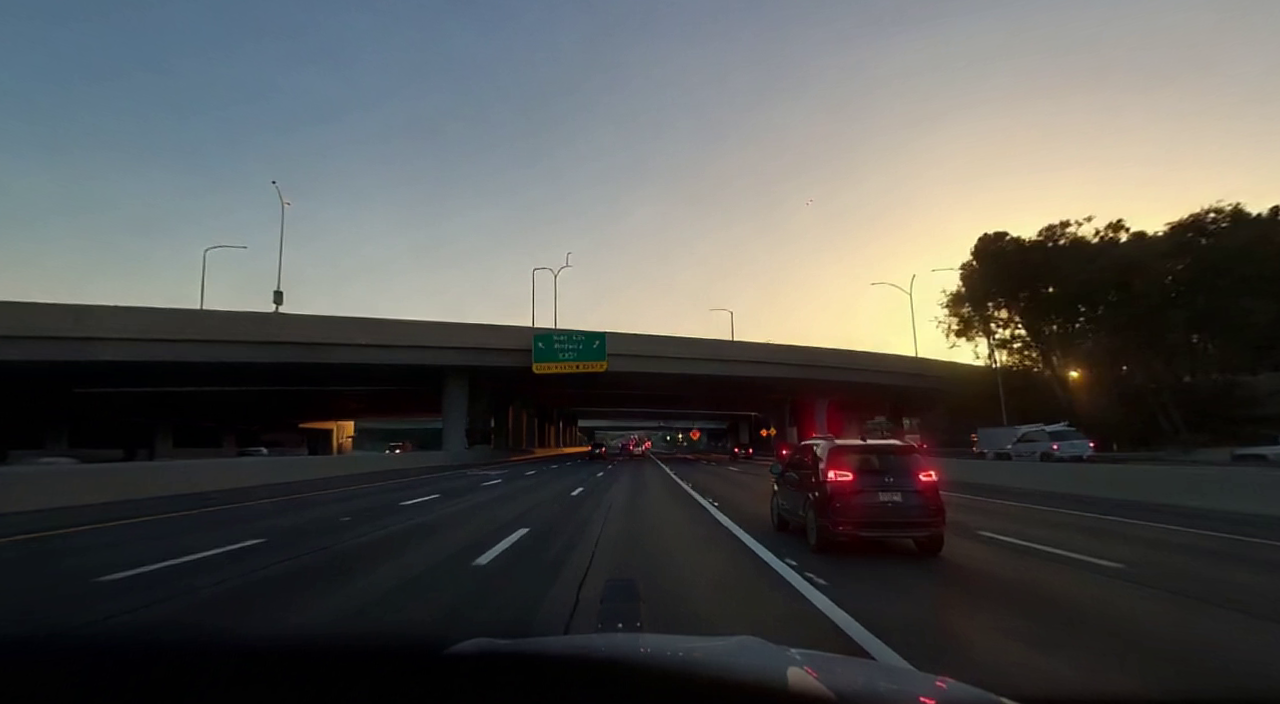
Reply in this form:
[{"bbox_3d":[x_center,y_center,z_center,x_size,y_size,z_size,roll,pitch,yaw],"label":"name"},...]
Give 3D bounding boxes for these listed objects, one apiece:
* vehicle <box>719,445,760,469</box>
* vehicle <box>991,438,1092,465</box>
[{"bbox_3d":[7.000,7.424,44.925,2.075,1.611,4.421,0,-8,-1],"label":"vehicle"},{"bbox_3d":[23.677,5.880,37.518,1.821,1.479,5.004,3,-9,-18],"label":"vehicle"}]
